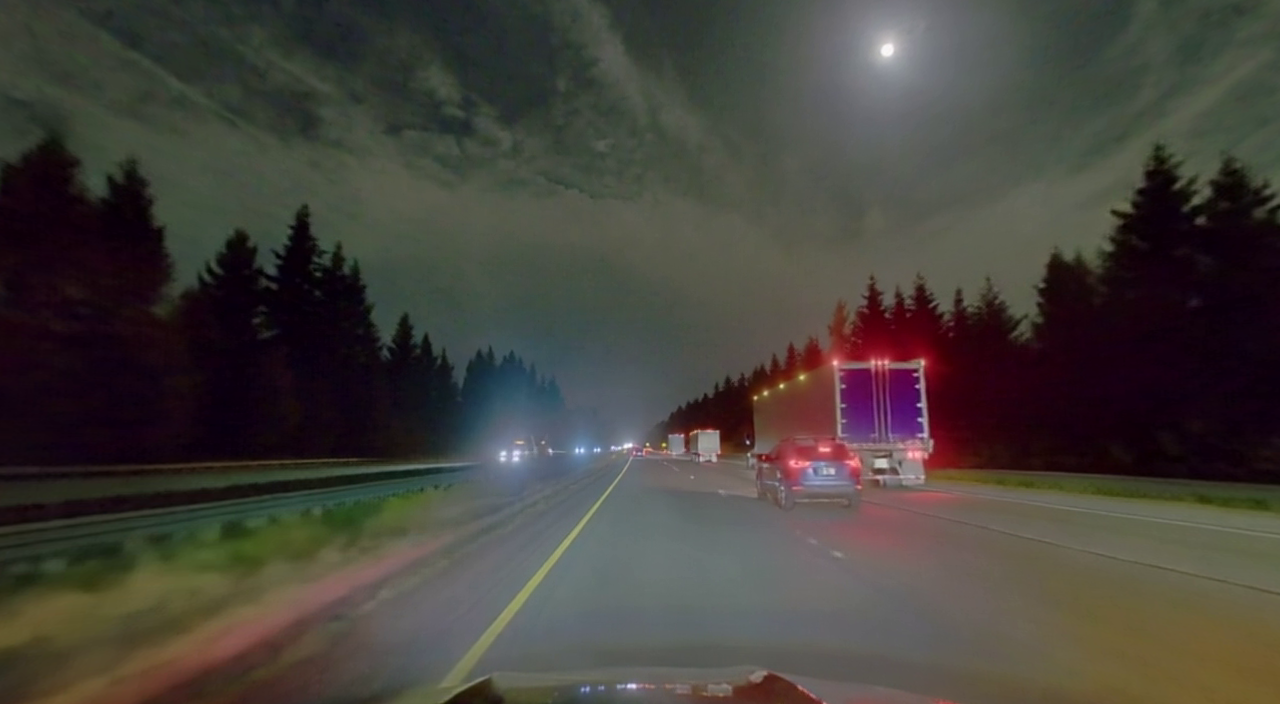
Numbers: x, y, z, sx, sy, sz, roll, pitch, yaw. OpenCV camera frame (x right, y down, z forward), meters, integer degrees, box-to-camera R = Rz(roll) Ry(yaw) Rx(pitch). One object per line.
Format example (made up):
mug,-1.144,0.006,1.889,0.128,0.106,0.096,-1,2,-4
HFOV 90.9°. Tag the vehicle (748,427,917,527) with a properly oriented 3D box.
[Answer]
vehicle,3.605,2.421,12.716,2.022,1.658,4.132,0,-9,-1

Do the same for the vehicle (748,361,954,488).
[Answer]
vehicle,8.080,3.574,28.350,3.441,4.016,16.812,0,-9,0
